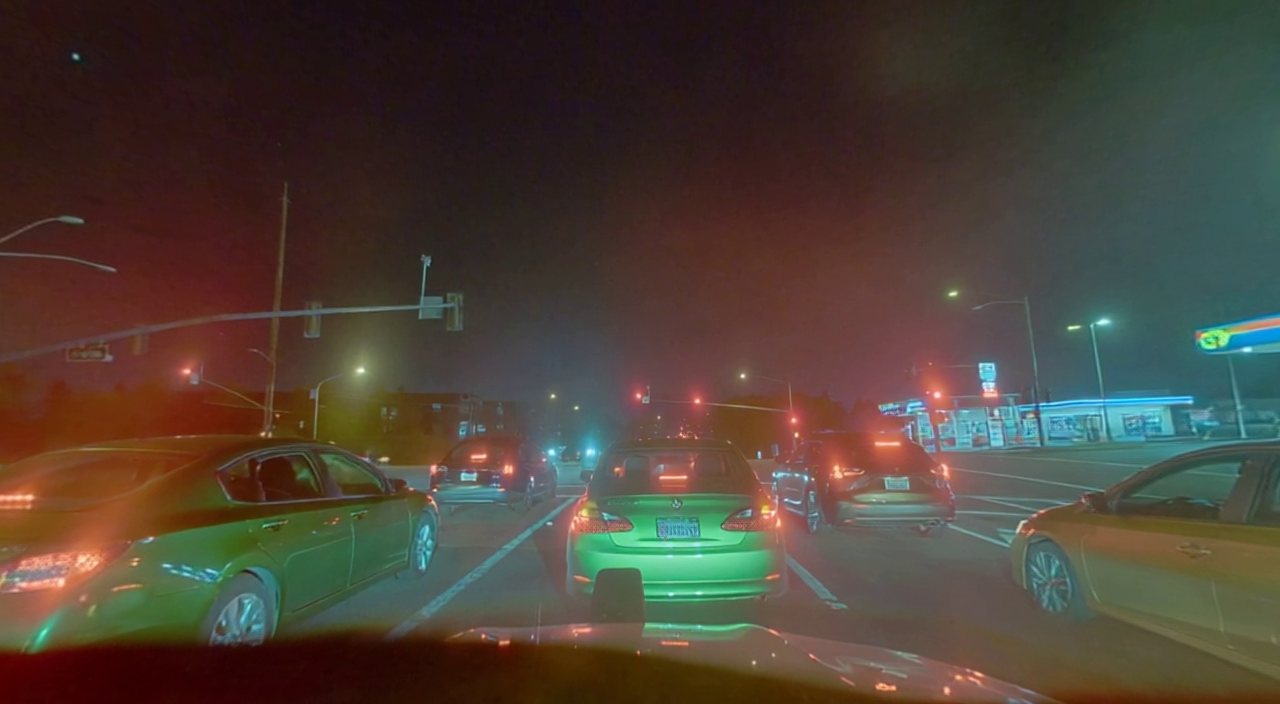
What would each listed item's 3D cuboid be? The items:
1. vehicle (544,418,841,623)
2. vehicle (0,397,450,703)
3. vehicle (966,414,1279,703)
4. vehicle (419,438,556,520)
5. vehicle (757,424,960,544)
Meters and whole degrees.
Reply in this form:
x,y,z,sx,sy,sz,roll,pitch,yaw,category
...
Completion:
x,y,z,sx,sy,sz,roll,pitch,yaw,category
0.327,1.582,6.932,2.220,1.507,4.317,0,-9,-2,vehicle
-3.017,1.248,4.597,1.887,1.493,4.255,0,-9,0,vehicle
4.170,1.126,3.579,1.950,1.497,4.686,0,-9,-3,vehicle
-3.075,2.640,13.676,1.867,1.474,4.237,0,-9,0,vehicle
3.386,2.124,10.755,1.947,1.630,4.127,0,-9,0,vehicle
